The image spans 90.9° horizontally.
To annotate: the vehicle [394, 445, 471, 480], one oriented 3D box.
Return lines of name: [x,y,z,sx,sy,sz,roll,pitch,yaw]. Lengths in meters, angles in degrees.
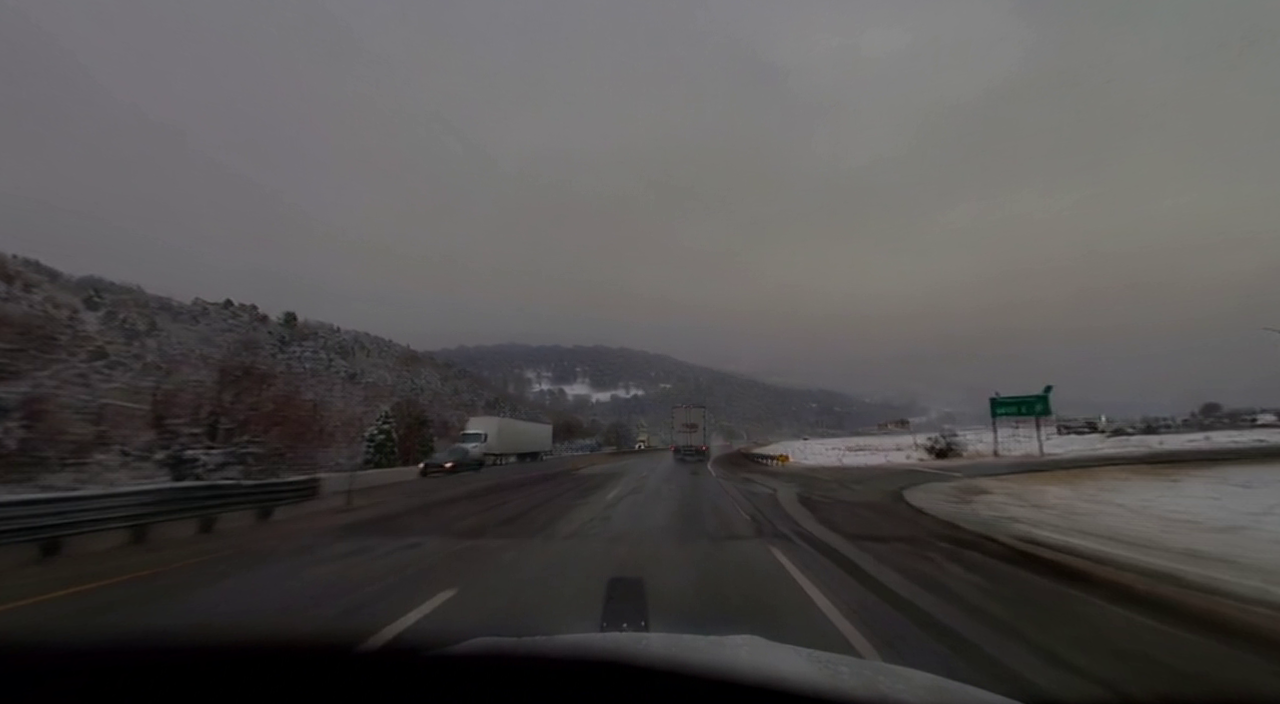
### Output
vehicle: [-10.354,5.508,31.817,1.985,1.610,4.553,-1,-9,5]
